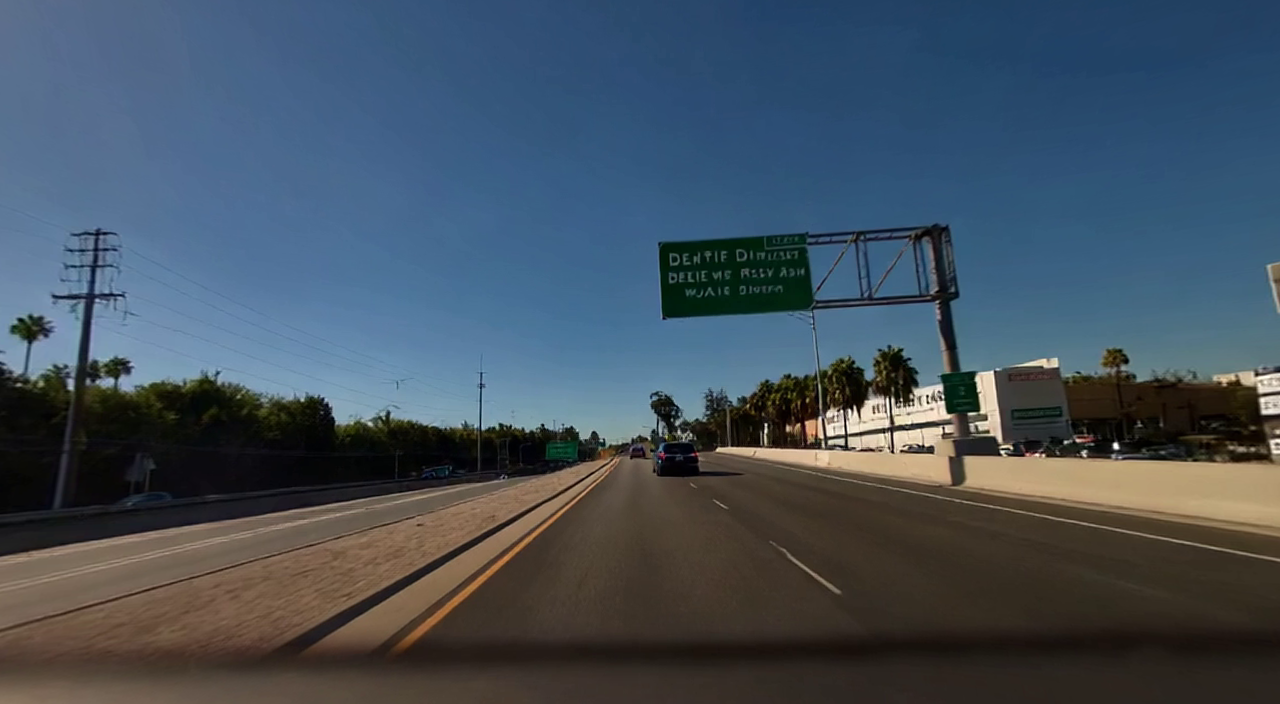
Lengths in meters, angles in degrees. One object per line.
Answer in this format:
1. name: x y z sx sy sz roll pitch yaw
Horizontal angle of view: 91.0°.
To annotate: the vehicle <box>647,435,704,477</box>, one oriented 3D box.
1. vehicle: 1.494 4.669 28.328 2.089 1.718 4.193 0 -9 -3
